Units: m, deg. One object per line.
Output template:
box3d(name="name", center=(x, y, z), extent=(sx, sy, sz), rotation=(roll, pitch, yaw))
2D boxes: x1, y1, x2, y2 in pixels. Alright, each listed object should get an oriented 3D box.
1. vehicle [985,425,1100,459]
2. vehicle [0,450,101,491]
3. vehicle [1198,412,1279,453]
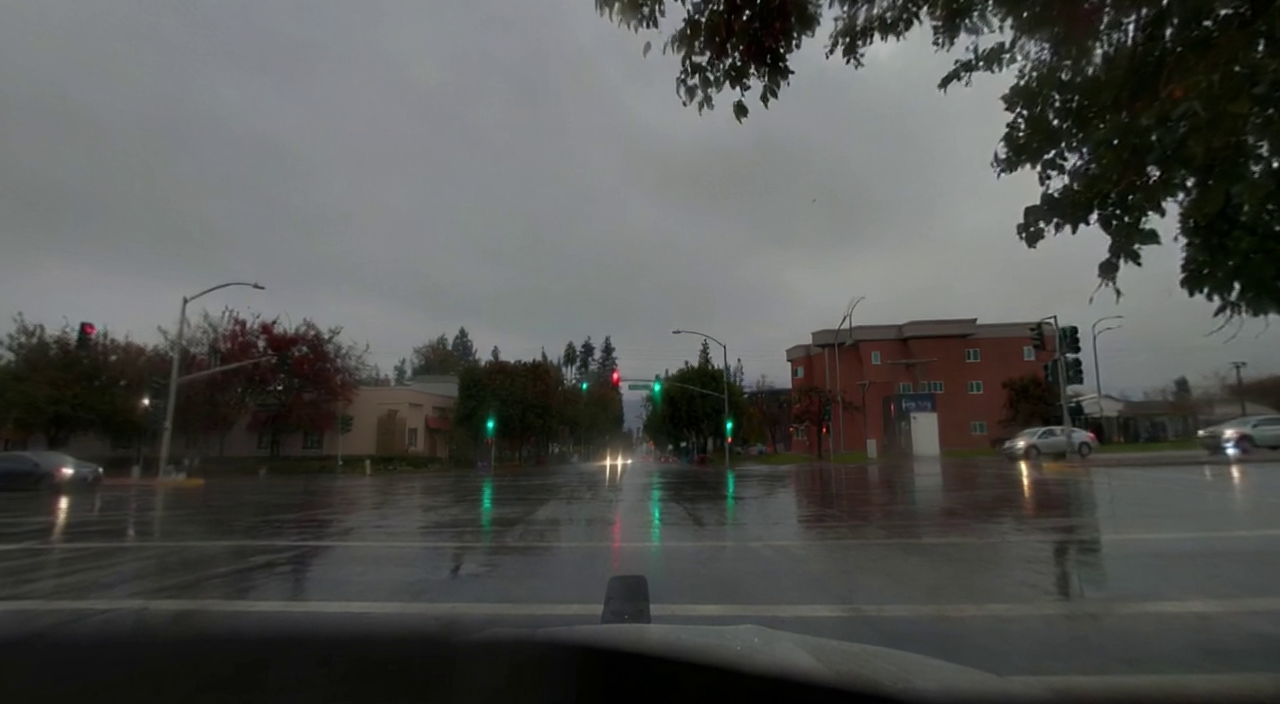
box3d(name="vehicle", center=(20.441, 4.588, 32.137), extent=(4.483, 1.691, 1.949), rotation=(0, -8, 1))
box3d(name="vehicle", center=(-25.235, 4.845, 25.940), extent=(4.332, 1.573, 1.900), rotation=(0, -8, 3))
box3d(name="vehicle", center=(25.828, 3.280, 25.623), extent=(4.288, 1.600, 1.927), rotation=(0, -8, 2))
